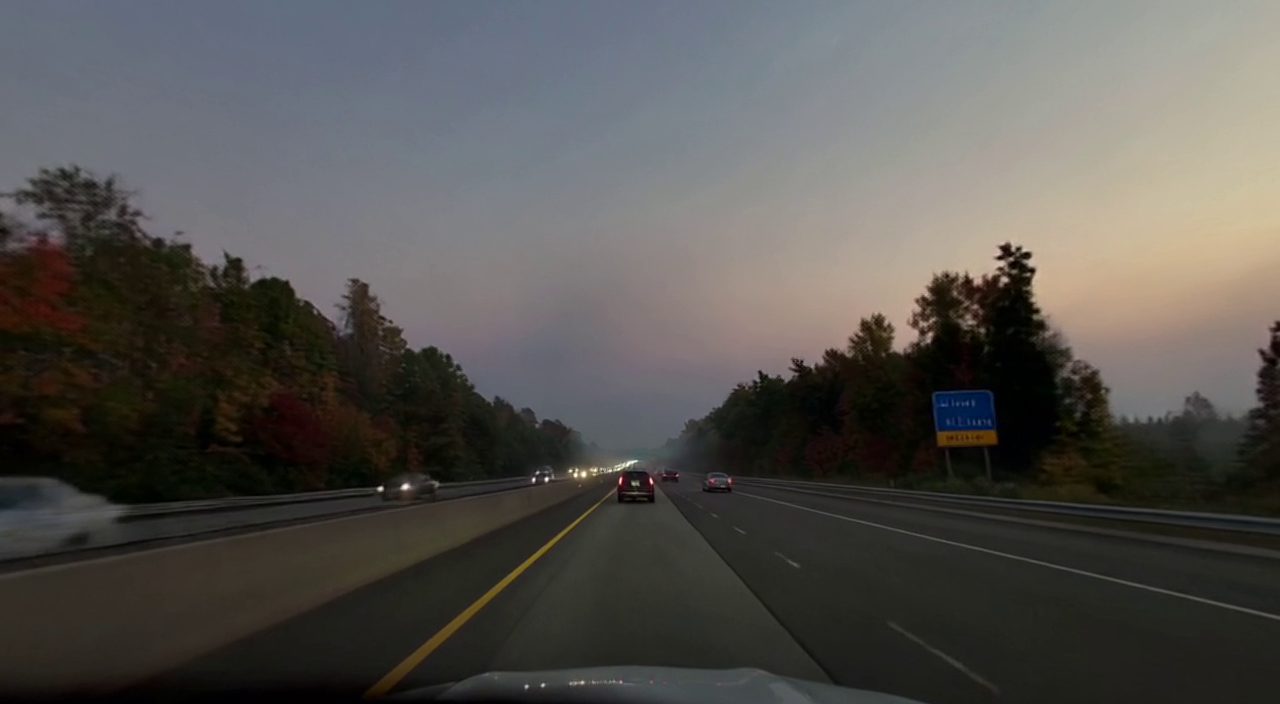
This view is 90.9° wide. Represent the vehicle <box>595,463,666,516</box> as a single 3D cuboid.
[{"bbox_3d":[-0.287,4.342,20.178,2.060,1.473,3.726,1,-10,-1],"label":"vehicle"}]

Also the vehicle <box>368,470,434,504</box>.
[{"bbox_3d":[-12.322,6.950,32.760,1.856,1.595,3.945,1,-10,0],"label":"vehicle"}]

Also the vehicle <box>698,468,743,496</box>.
[{"bbox_3d":[4.516,7.373,35.952,1.974,1.476,4.119,1,-10,-1],"label":"vehicle"}]
